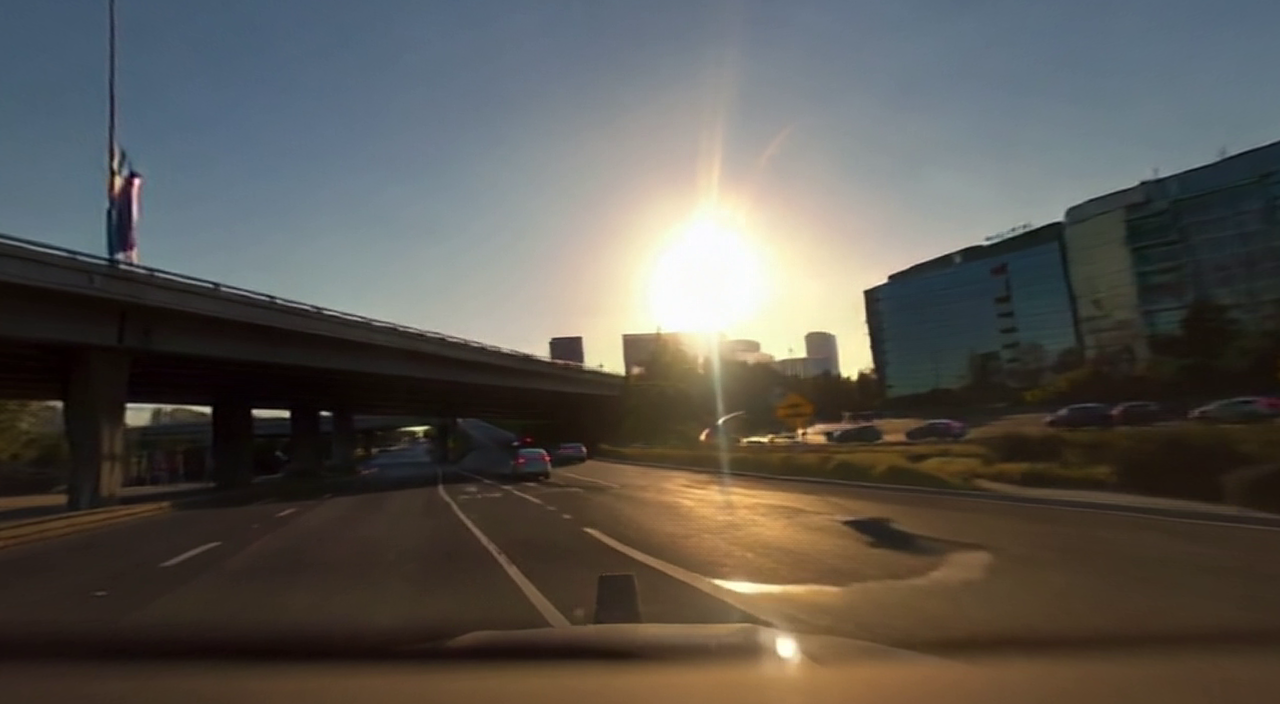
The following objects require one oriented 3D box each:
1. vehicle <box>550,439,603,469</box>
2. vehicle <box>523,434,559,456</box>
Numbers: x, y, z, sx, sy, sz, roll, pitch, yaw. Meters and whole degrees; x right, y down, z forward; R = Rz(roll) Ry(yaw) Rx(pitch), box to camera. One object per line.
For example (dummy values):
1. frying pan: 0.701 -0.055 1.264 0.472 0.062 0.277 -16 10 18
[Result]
1. vehicle: -3.529 5.536 34.410 2.048 1.516 3.874 3 -9 -19
2. vehicle: -7.784 7.272 49.269 2.007 1.605 3.852 3 -9 -21
